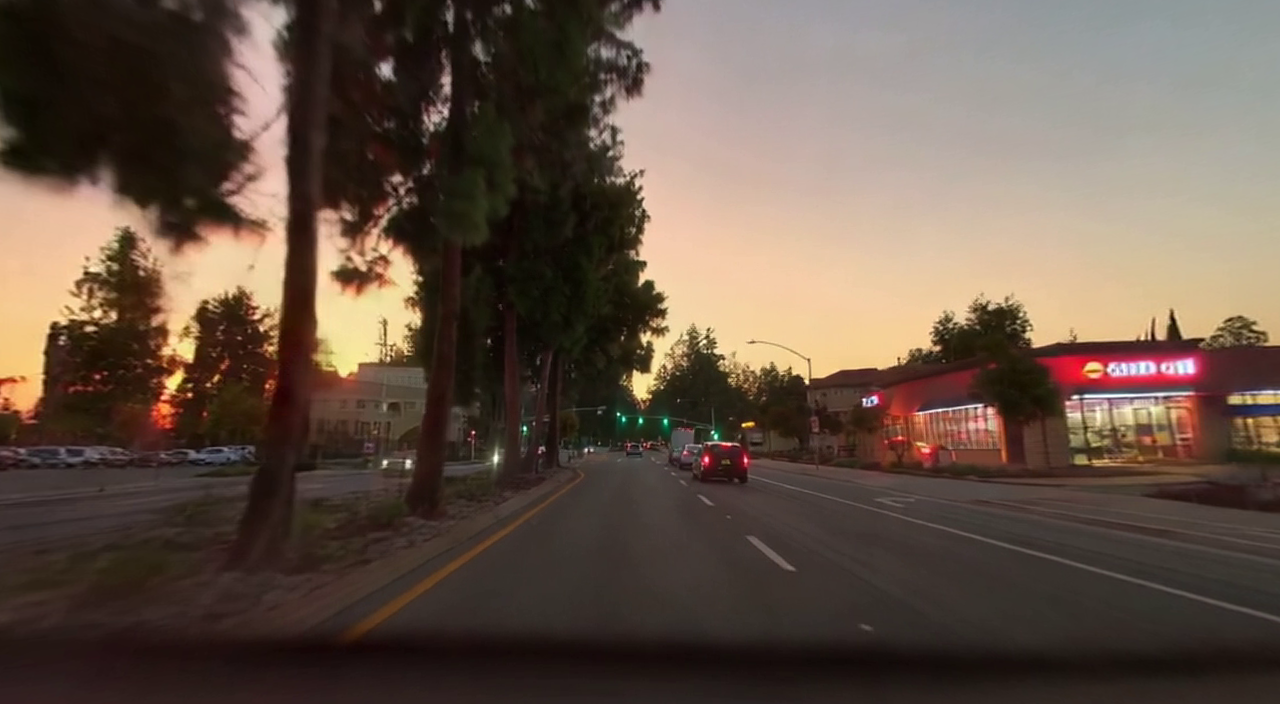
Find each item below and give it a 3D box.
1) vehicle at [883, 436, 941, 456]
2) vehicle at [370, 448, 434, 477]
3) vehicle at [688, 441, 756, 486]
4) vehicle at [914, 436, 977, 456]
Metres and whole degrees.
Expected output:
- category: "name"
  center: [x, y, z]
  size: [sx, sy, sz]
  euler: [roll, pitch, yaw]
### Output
- category: "vehicle"
  center: [19.335, 6.670, 44.955]
  size: [3.361, 1.321, 1.571]
  euler: [2, -7, -7]
- category: "vehicle"
  center: [-14.116, 6.560, 37.738]
  size: [1.988, 1.527, 4.359]
  euler: [0, -7, 2]
- category: "vehicle"
  center: [3.160, 4.340, 25.086]
  size: [2.041, 1.531, 4.236]
  euler: [1, -7, -1]
- category: "vehicle"
  center: [19.261, 5.937, 39.874]
  size: [3.242, 1.165, 1.363]
  euler: [1, -7, -5]
